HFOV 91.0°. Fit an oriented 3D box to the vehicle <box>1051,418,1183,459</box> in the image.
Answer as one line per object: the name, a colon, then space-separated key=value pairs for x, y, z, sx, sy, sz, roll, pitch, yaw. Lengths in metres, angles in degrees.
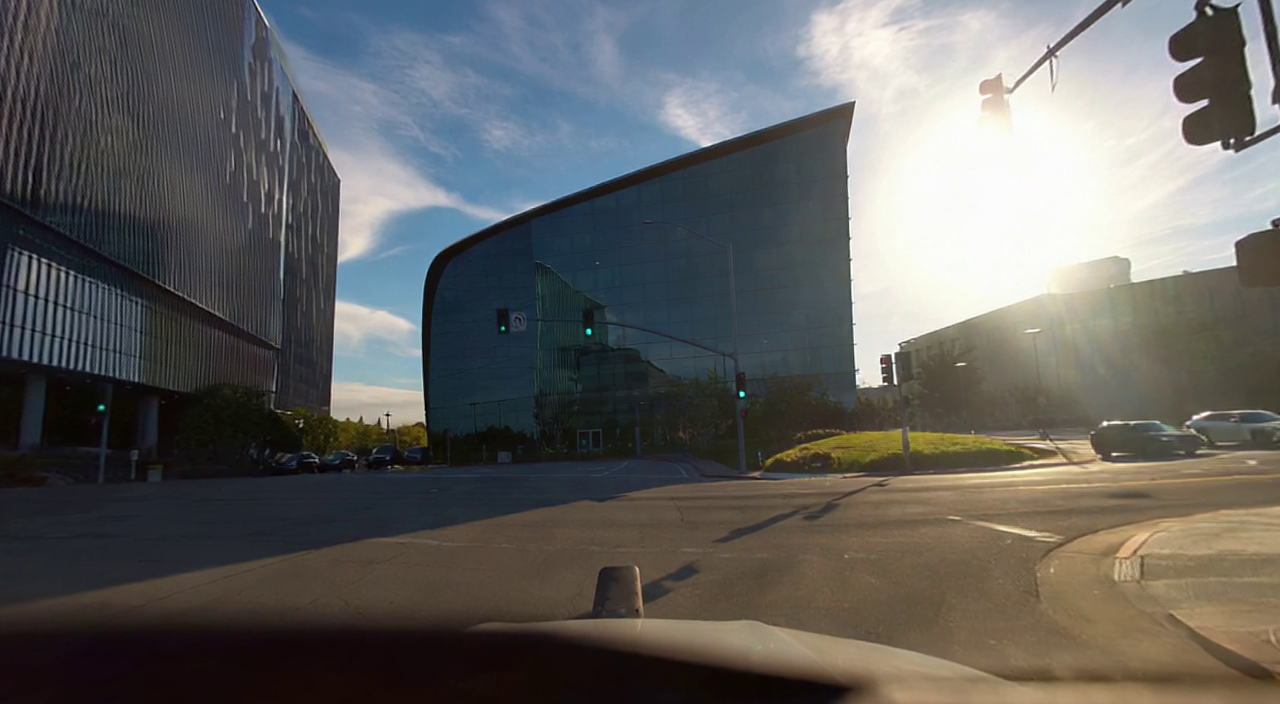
vehicle: x=19.071 y=3.519 z=25.493 sx=1.834 sy=1.480 sz=4.458 roll=0 pitch=-9 yaw=-1

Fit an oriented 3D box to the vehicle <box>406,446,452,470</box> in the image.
vehicle: x=-15.135 y=7.606 z=45.364 sx=1.932 sy=1.605 sz=4.146 roll=1 pitch=-9 yaw=-1

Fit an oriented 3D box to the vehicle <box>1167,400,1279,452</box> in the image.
vehicle: x=24.405 y=3.024 z=25.186 sx=2.109 sy=1.836 sz=5.080 roll=-2 pitch=-10 yaw=0

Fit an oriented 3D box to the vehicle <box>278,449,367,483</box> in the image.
vehicle: x=-14.808 y=5.309 z=29.653 sx=1.790 sy=1.437 sz=4.349 roll=0 pitch=-9 yaw=2

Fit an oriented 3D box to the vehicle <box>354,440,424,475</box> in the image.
vehicle: x=-14.895 y=6.305 z=37.741 sx=2.091 sy=1.915 sz=5.040 roll=0 pitch=-9 yaw=0
